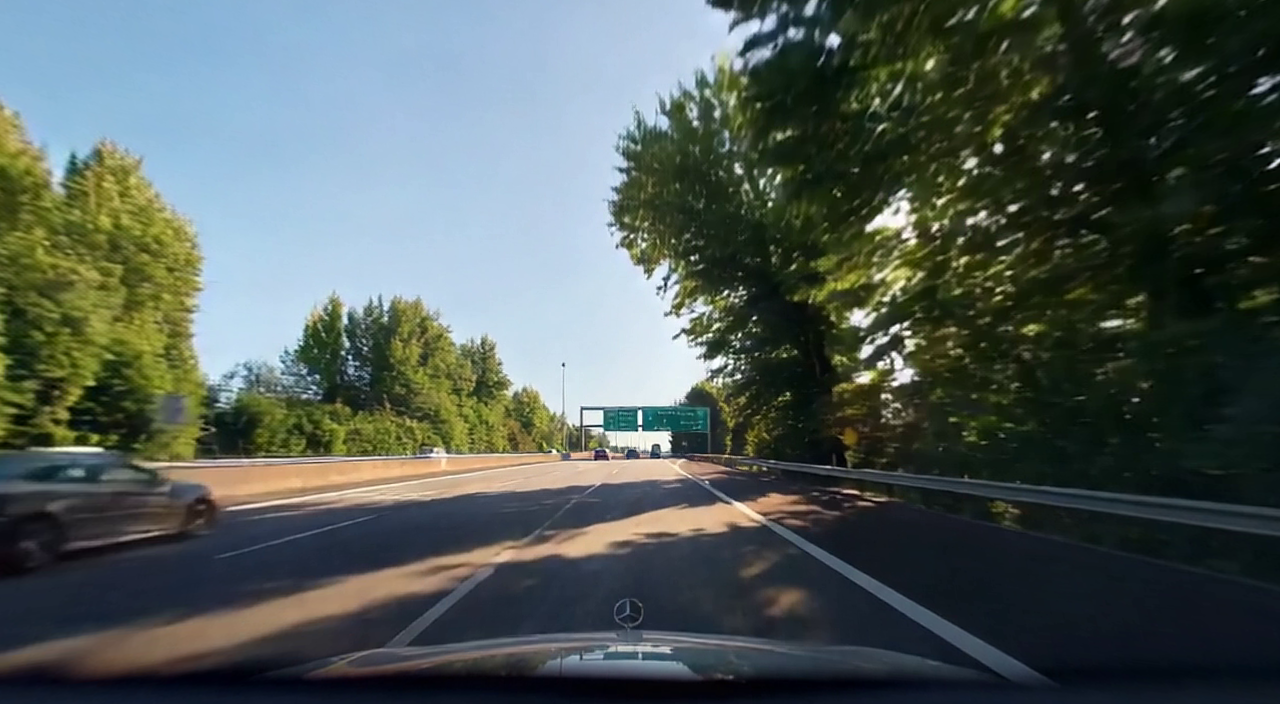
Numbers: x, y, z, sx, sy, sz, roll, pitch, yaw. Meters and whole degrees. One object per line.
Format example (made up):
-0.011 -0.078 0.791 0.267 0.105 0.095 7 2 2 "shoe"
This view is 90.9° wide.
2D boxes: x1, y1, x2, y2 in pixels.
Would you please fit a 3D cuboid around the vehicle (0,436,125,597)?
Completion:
-6.832 1.388 4.827 1.835 1.459 4.636 -2 -9 1 "vehicle"
